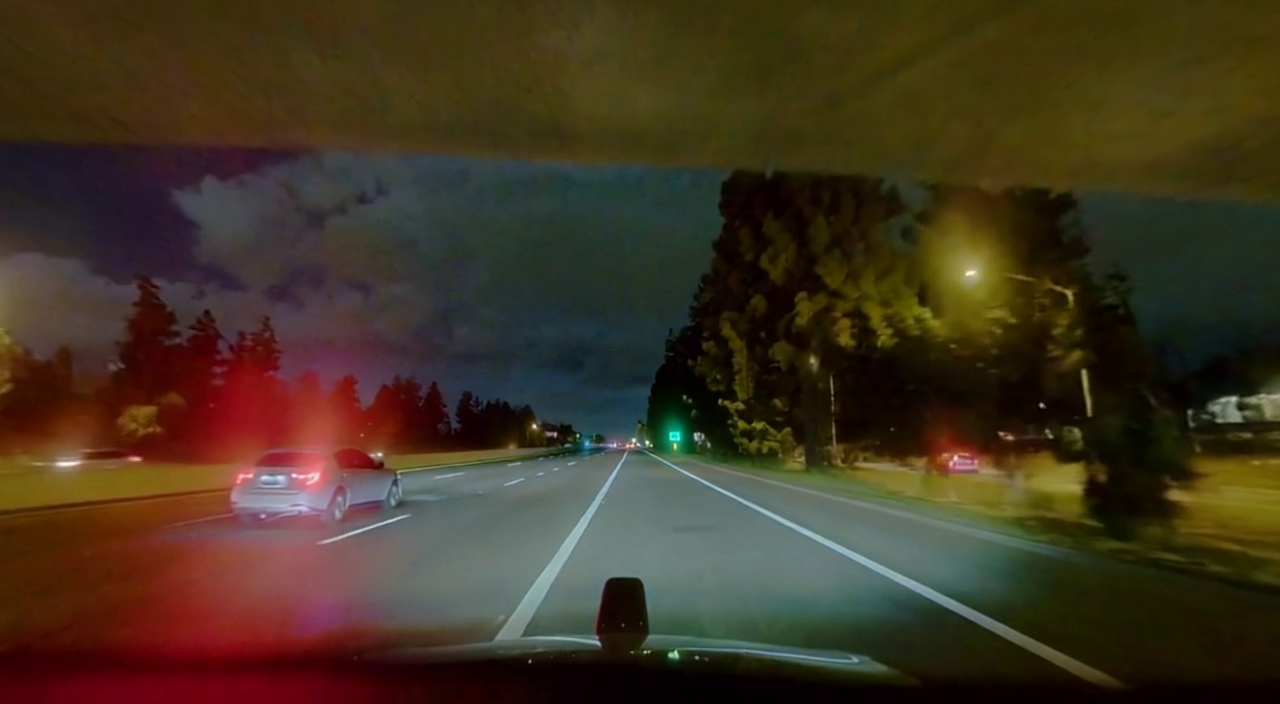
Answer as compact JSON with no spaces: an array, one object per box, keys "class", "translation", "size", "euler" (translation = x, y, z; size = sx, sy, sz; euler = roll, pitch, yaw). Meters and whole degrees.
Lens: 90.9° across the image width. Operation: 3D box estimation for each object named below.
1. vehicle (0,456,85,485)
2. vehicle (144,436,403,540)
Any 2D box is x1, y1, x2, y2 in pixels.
[{"class":"vehicle","translation":[-35.021,6.809,36.554],"size":[1.809,1.471,4.289],"euler":[0,-8,-1]},{"class":"vehicle","translation":[-6.445,2.397,11.927],"size":[2.105,1.551,4.602],"euler":[0,-8,0]}]
